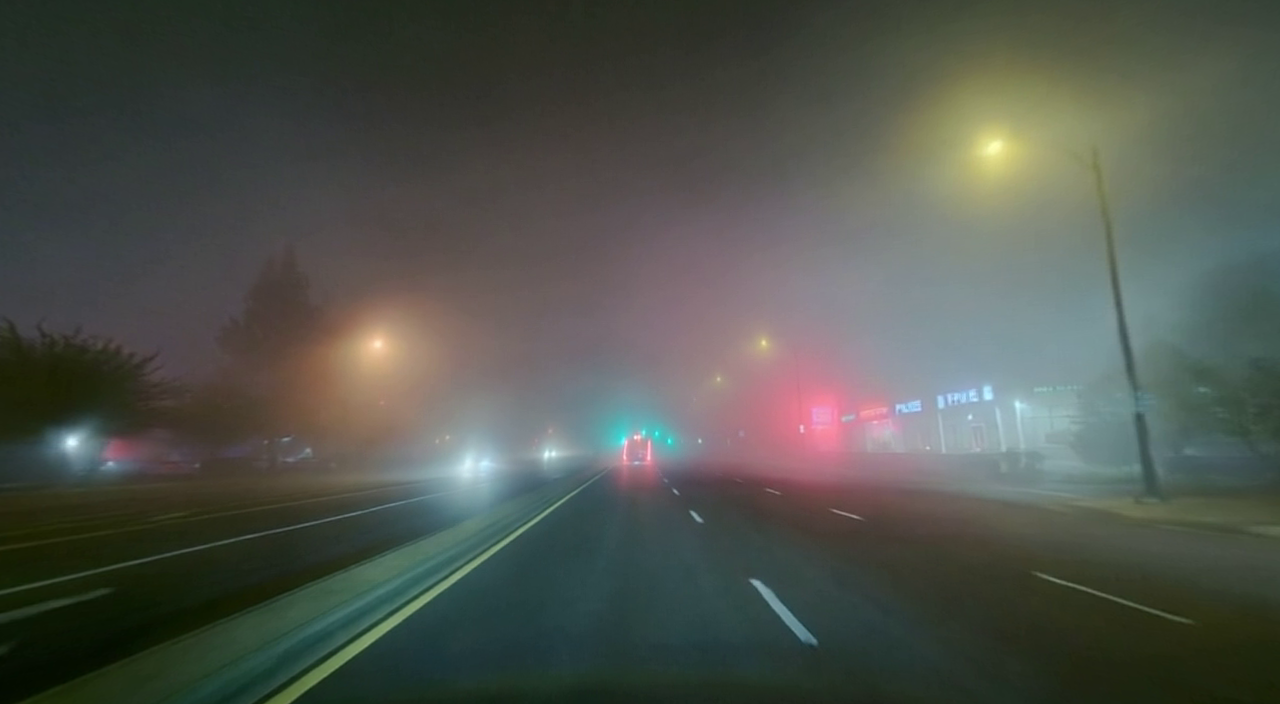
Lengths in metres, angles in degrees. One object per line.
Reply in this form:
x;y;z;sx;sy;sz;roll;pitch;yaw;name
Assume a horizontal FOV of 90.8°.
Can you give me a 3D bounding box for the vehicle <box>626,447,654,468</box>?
-0.058;7.953;47.770;2.027;1.494;3.942;0;-8;-1;vehicle
